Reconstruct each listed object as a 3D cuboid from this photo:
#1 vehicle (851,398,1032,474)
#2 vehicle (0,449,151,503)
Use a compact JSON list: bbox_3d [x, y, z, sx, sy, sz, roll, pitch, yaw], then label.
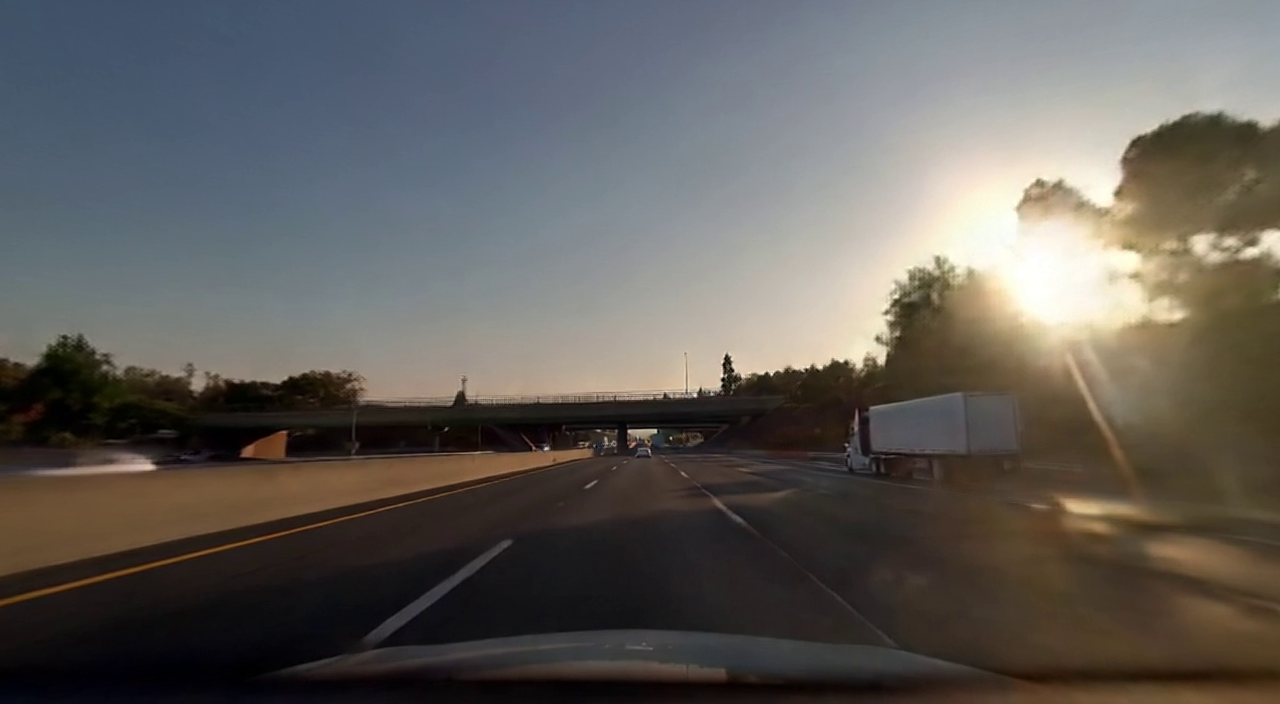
[{"bbox_3d":[19.548,5.869,43.364,3.395,4.178,16.548,0,-8,-4],"label":"vehicle"},{"bbox_3d":[-18.166,3.792,19.815,1.863,1.442,4.538,0,-8,1],"label":"vehicle"}]
